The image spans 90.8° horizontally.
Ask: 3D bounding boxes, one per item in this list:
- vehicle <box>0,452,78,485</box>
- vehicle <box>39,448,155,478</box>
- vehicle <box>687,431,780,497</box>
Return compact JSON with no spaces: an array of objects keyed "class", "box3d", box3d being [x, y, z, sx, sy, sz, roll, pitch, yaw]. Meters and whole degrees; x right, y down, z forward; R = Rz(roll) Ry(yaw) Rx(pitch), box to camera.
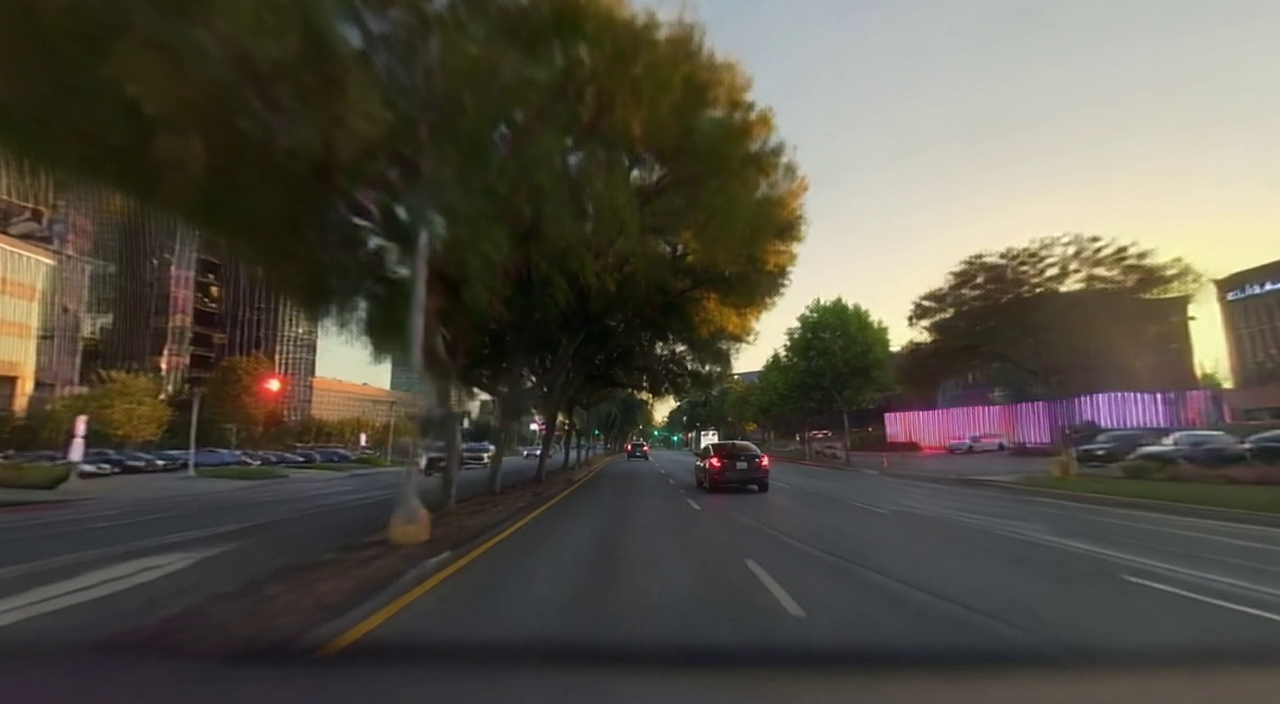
[{"class":"vehicle","box3d":[-29.948,5.503,29.903,4.834,1.438,2.023,-1,-8,4]},{"class":"vehicle","box3d":[-30.066,6.160,35.090,4.656,1.508,1.953,-1,-9,1]},{"class":"vehicle","box3d":[2.595,3.234,18.575,1.963,1.677,4.229,0,-8,-2]}]
